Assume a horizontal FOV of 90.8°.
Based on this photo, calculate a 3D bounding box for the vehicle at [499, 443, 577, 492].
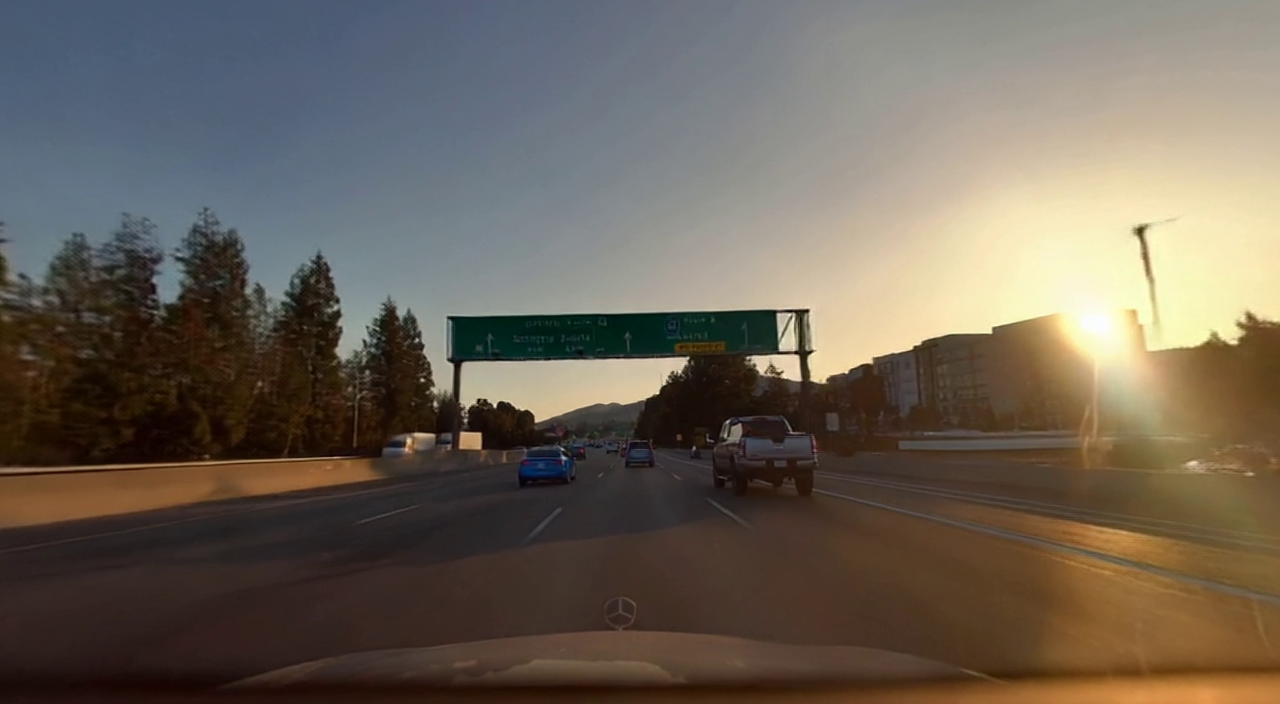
[{"bbox_3d":[-3.223,3.740,20.777,1.864,1.406,4.544,0,-9,-1],"label":"vehicle"}]

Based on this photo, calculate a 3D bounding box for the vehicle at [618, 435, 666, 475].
[{"bbox_3d":[0.050,5.060,31.072,2.203,1.805,4.358,0,-9,-1],"label":"vehicle"}]

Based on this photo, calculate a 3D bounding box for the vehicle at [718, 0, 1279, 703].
[{"bbox_3d":[3.591,0.626,9.240,2.876,4.086,15.117,0,-9,0],"label":"vehicle"}]
